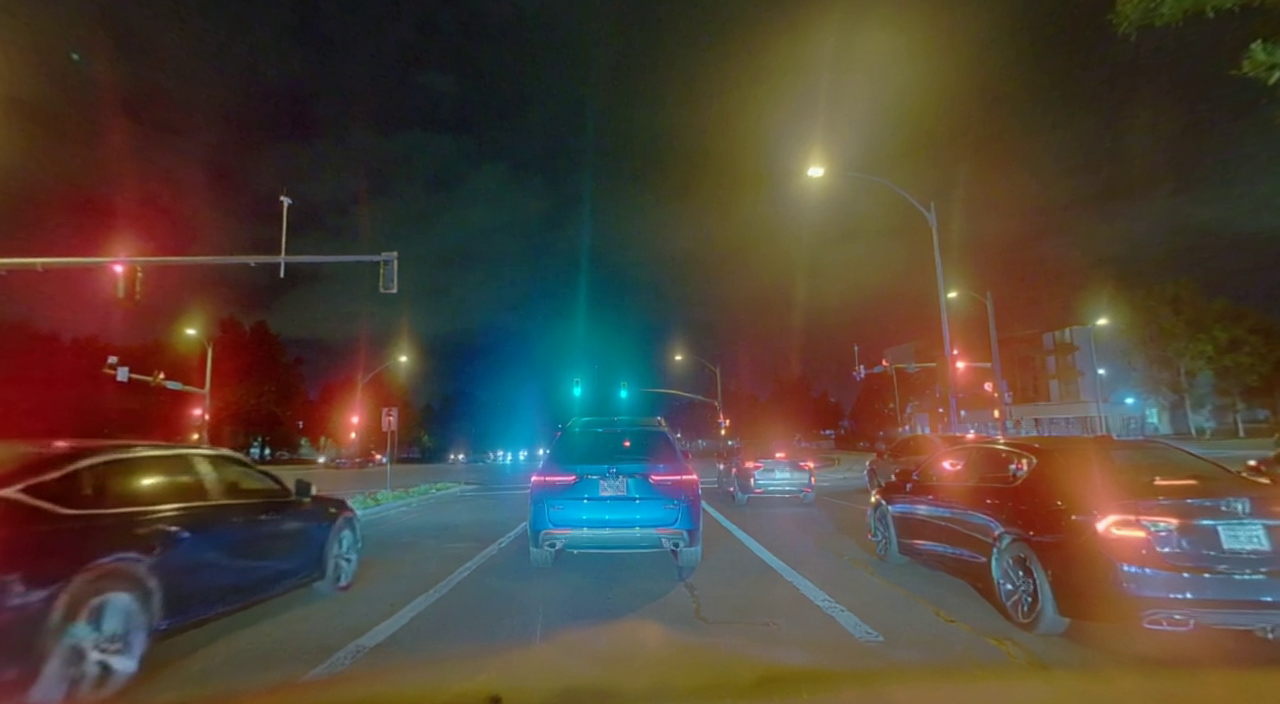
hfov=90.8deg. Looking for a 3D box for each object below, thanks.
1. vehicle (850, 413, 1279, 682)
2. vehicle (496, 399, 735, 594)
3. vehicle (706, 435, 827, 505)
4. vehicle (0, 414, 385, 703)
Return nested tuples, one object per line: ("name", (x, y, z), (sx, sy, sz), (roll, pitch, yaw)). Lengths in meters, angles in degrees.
("vehicle", (3.613, 1.398, 5.694), (1.861, 1.478, 4.185), (0, -8, -2))
("vehicle", (-0.275, 1.567, 7.632), (2.101, 1.707, 3.904), (0, -8, -2))
("vehicle", (2.971, 2.861, 15.775), (1.950, 1.506, 4.086), (0, -8, -3))
("vehicle", (-3.675, 1.243, 4.276), (2.063, 1.454, 4.553), (0, -8, -1))
